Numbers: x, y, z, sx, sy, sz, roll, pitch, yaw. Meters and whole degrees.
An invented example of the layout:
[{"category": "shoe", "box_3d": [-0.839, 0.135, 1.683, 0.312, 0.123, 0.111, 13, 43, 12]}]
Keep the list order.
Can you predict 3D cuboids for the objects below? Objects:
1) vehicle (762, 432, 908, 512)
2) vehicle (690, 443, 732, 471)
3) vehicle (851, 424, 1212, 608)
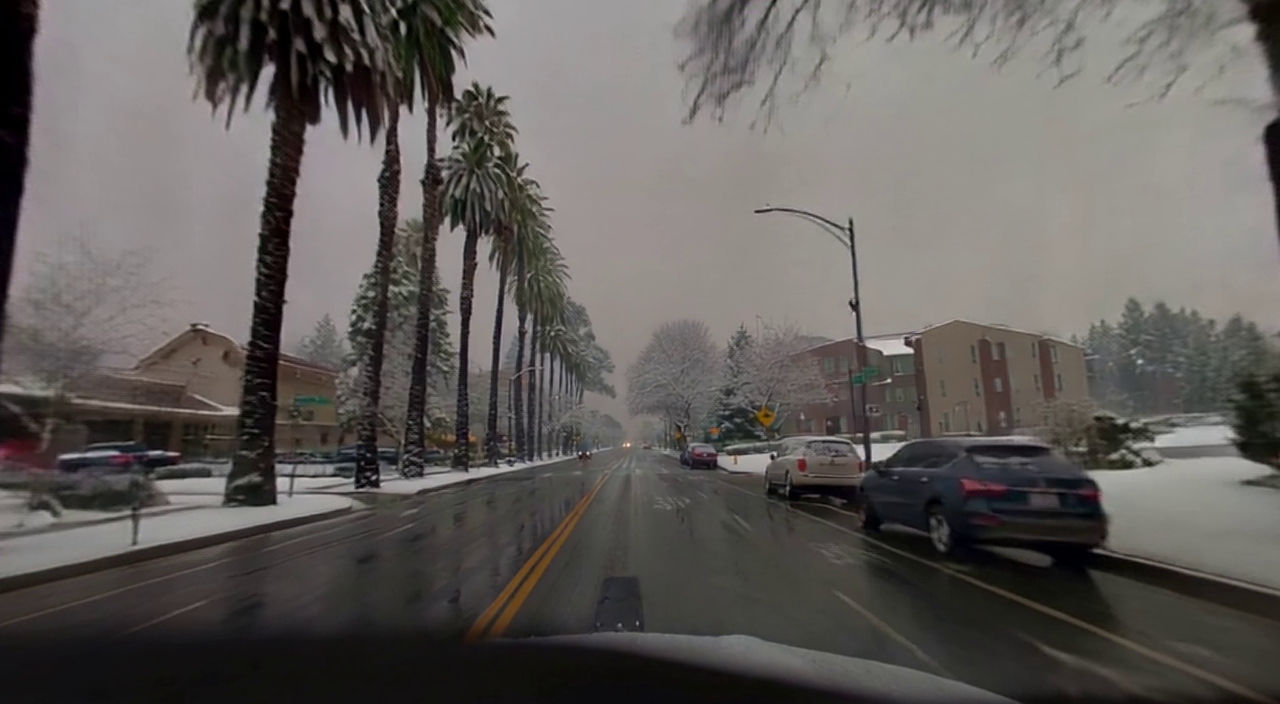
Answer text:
[{"category": "vehicle", "box_3d": [4.748, 3.002, 16.315, 2.144, 1.720, 4.794, 0, -9, -1]}, {"category": "vehicle", "box_3d": [4.366, 6.548, 39.561, 1.997, 1.640, 4.494, 0, -9, -1]}, {"category": "vehicle", "box_3d": [4.492, 1.913, 8.298, 2.000, 1.732, 4.298, -1, -9, 1]}]
